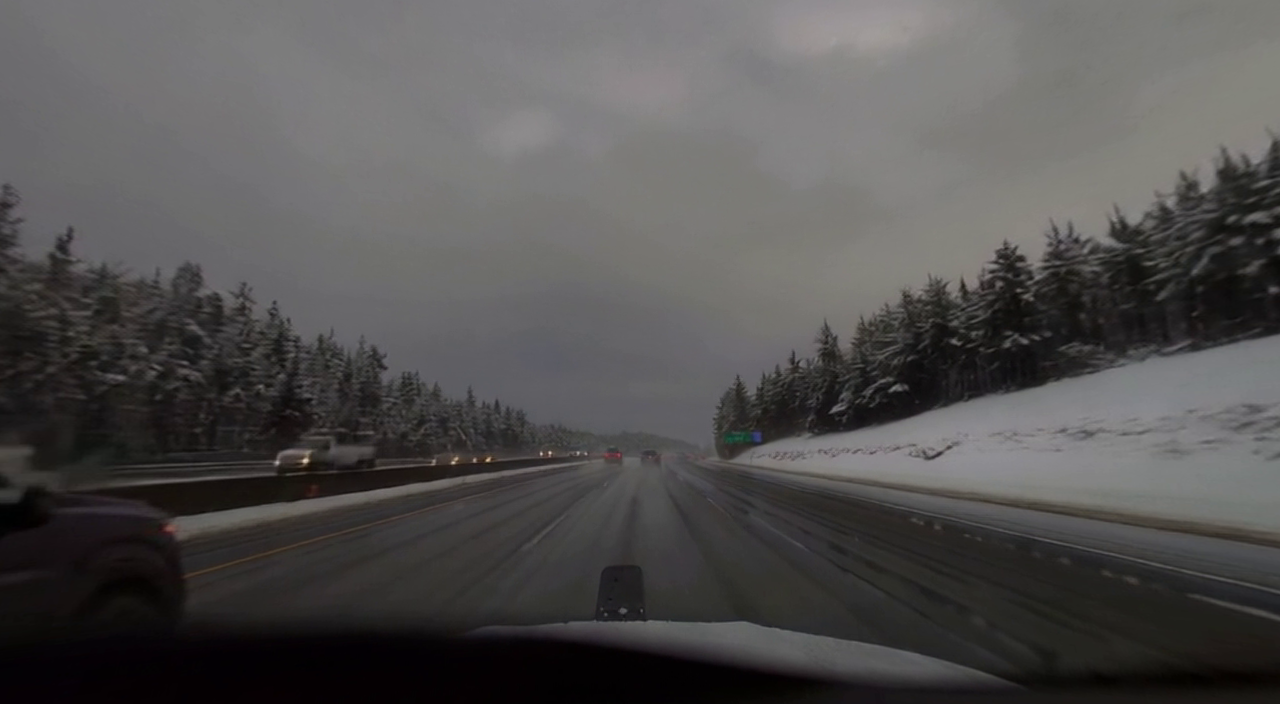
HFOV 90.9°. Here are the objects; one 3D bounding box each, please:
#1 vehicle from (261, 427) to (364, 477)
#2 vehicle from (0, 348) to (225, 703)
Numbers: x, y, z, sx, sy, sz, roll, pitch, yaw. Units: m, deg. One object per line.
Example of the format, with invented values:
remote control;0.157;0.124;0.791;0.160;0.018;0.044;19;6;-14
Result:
vehicle;-19.593;6.065;38.274;2.287;2.698;7.092;0;-9;1
vehicle;-3.351;0.679;1.266;2.043;1.689;4.314;0;-9;0
